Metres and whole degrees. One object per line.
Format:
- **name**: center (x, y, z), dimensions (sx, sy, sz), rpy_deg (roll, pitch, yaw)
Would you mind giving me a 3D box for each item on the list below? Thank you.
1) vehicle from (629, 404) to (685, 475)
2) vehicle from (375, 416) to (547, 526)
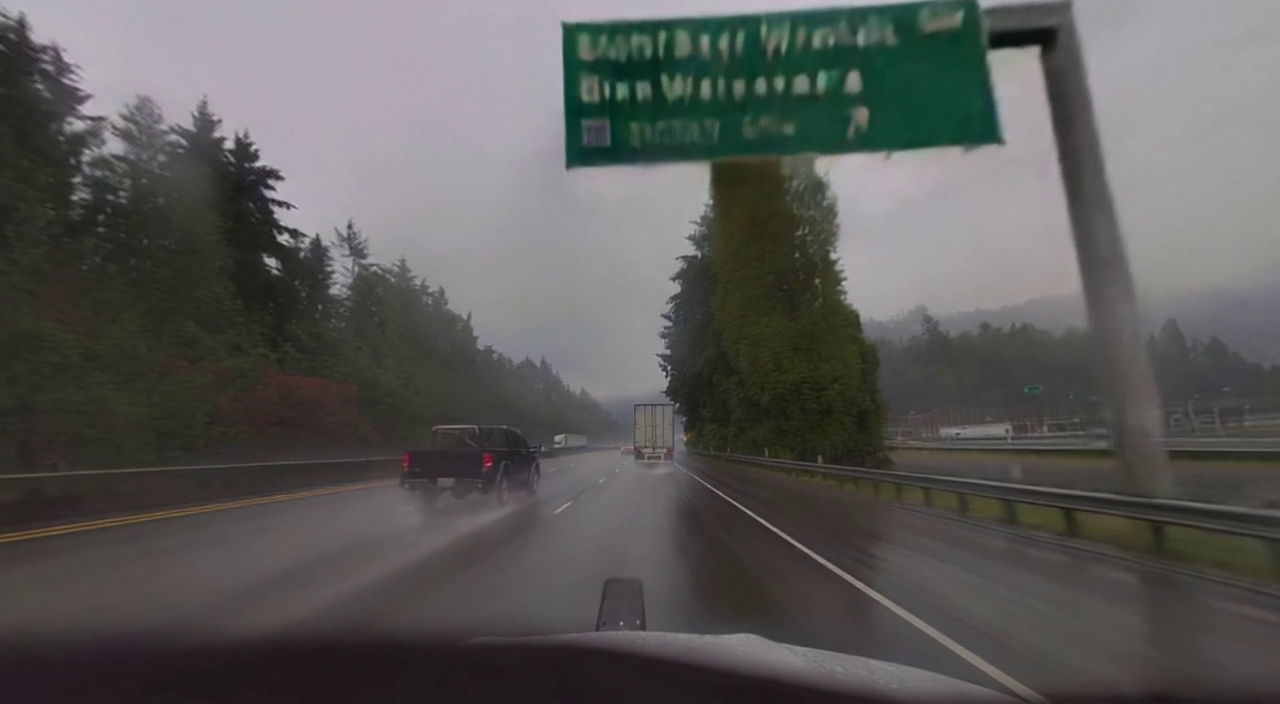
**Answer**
- **vehicle**: center (0.973, 5.701, 40.333), dimensions (2.976, 3.800, 12.335), rpy_deg (0, -9, 1)
- **vehicle**: center (-3.564, 2.530, 13.866), dimensions (2.226, 1.933, 5.179), rpy_deg (0, -9, 0)
